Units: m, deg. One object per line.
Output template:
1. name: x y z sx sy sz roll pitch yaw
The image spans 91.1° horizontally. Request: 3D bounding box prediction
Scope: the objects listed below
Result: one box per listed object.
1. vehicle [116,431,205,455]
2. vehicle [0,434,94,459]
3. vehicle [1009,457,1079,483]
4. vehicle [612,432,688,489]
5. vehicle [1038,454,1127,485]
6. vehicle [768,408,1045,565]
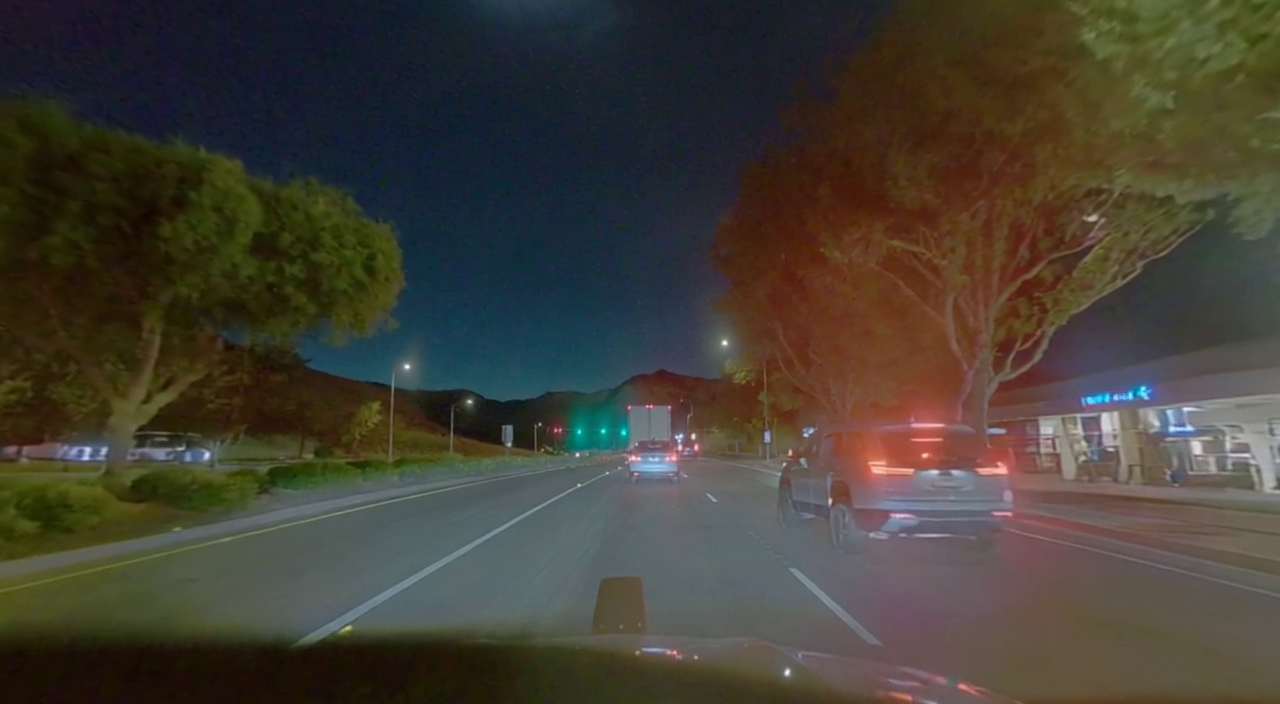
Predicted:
1. vehicle: -35.363 6.731 46.469 4.786 1.697 1.895 4 -9 -24
2. vehicle: -35.707 5.624 37.272 4.425 1.423 1.949 4 -9 -23
3. vehicle: 24.917 7.261 38.865 1.751 1.439 3.847 0 -8 -1
4. vehicle: 0.292 3.443 20.245 2.193 1.651 3.946 0 -8 0
5. vehicle: 27.438 7.271 39.138 2.108 1.735 4.476 0 -8 -3
6. vehicle: 3.372 1.794 9.149 2.010 1.692 4.516 0 -8 0
